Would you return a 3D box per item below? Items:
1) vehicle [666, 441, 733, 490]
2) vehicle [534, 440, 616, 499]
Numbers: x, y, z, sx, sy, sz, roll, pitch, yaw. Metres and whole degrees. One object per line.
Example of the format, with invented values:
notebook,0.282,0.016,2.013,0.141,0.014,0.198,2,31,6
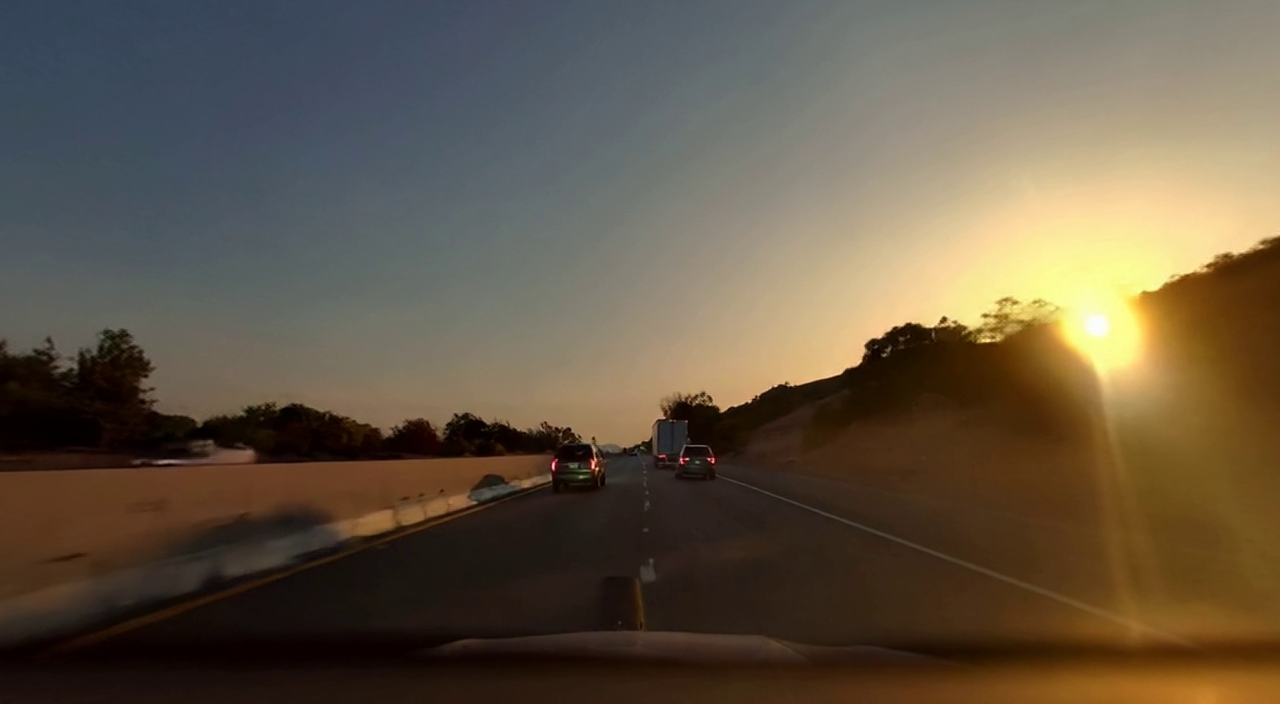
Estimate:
vehicle,2.205,4.372,24.485,2.230,1.715,4.243,0,-9,1
vehicle,-1.950,3.751,20.390,2.181,1.653,4.691,0,-9,0
